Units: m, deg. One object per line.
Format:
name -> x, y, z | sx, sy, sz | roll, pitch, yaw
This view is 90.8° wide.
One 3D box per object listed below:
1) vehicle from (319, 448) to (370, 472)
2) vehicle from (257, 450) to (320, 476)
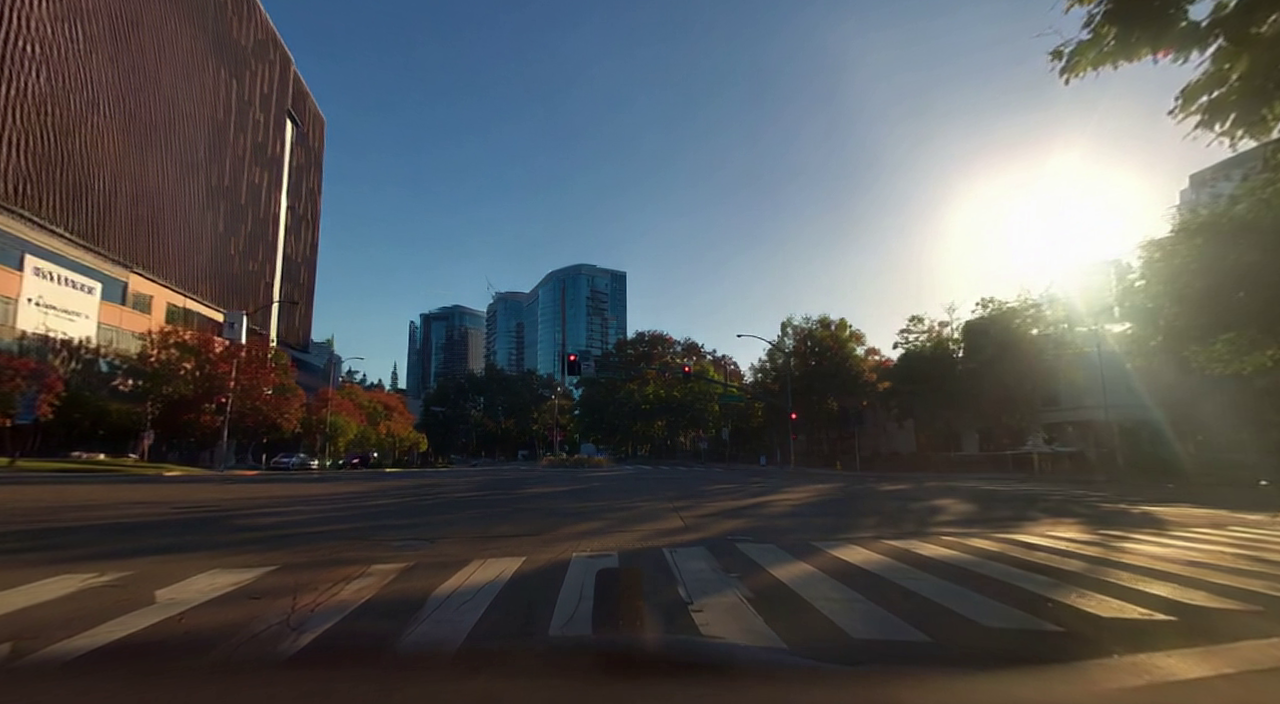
vehicle -> -22.369, 8.158, 48.094 | 2.023, 1.706, 4.756 | 1, -9, -6
vehicle -> -21.797, 6.852, 39.366 | 2.005, 1.496, 4.020 | 1, -9, -7
